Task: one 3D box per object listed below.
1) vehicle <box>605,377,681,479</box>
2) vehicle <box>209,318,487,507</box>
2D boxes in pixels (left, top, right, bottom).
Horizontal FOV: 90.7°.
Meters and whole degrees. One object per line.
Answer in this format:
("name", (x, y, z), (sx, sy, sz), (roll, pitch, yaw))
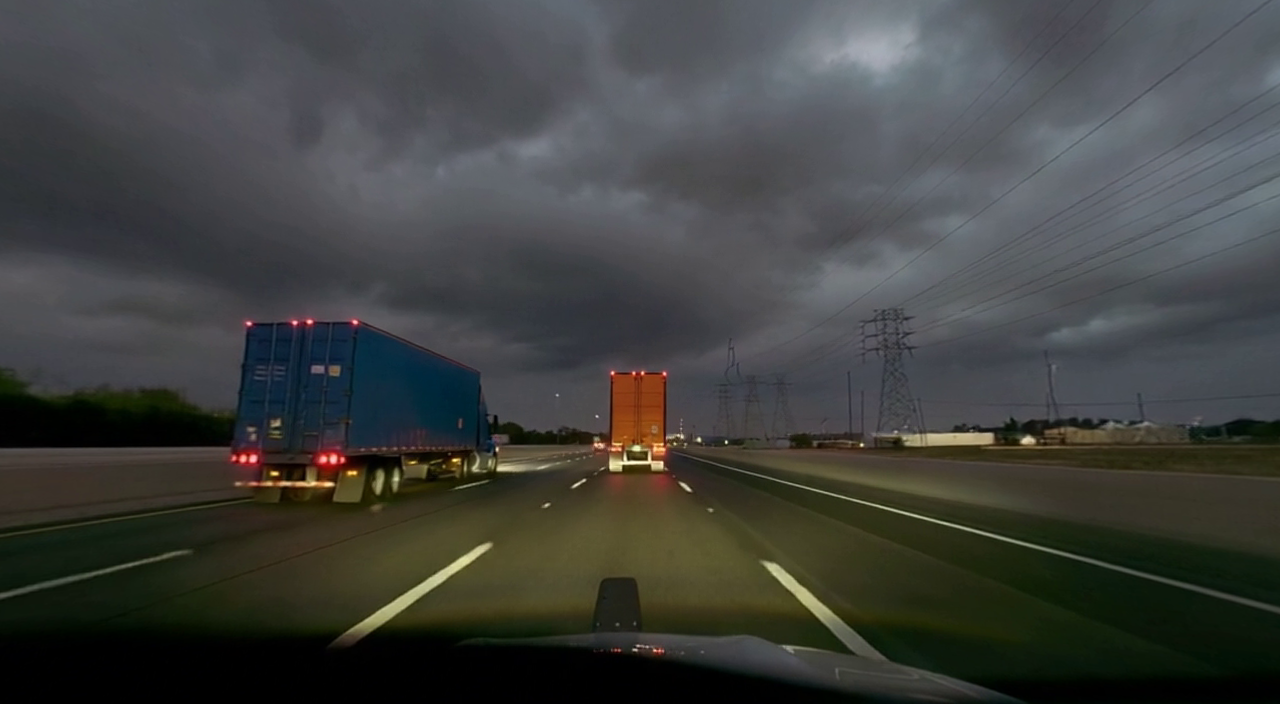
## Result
("vehicle", (0.068, 3.606, 29.008), (2.858, 3.847, 10.034), (0, -9, -1))
("vehicle", (-7.471, 2.055, 18.931), (2.937, 3.981, 11.119), (0, -8, 0))
